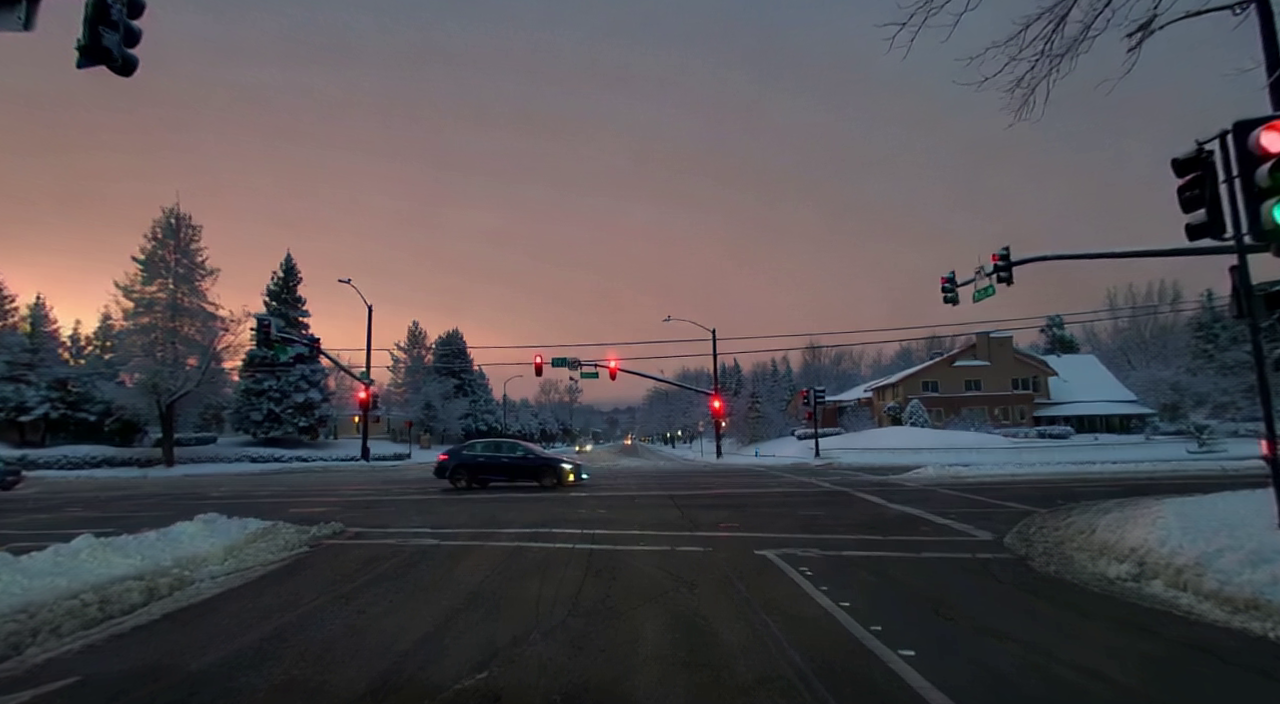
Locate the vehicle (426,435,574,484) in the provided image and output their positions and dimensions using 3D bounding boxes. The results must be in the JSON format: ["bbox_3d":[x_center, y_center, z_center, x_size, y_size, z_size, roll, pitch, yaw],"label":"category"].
[{"bbox_3d":[-4.848,3.784,22.331,4.734,1.585,1.940,-1,-8,5],"label":"vehicle"}]
